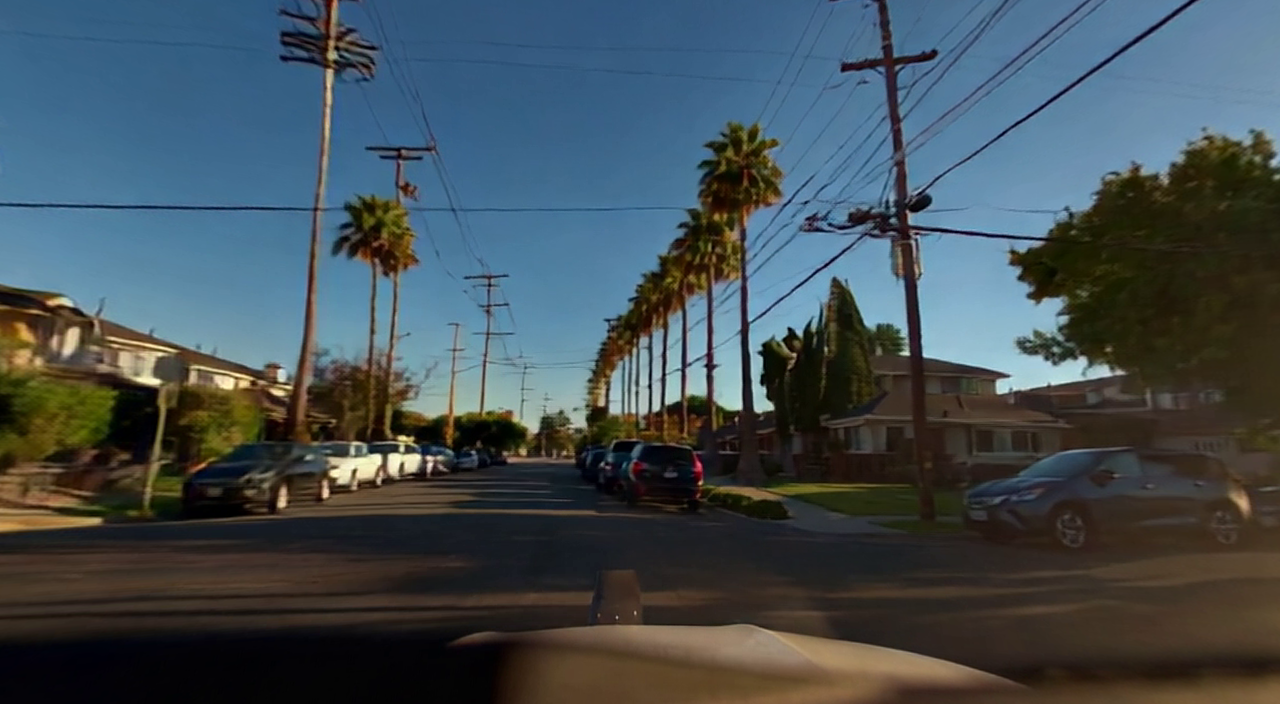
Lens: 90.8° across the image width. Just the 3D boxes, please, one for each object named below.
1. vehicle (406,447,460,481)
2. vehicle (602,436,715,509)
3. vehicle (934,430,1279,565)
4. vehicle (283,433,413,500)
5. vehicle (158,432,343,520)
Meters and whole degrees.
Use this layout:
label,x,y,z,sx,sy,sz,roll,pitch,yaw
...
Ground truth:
label,x,y,z,sx,sy,sz,roll,pitch,yaw
vehicle,-12.305,6.681,37.874,2.178,1.865,4.658,1,-9,-8
vehicle,0.347,3.618,19.646,2.505,1.895,5.805,2,-9,-8
vehicle,8.880,2.477,11.522,5.971,1.967,2.385,0,-9,-11
vehicle,-9.775,3.862,21.860,2.301,1.939,6.143,1,-9,-8
vehicle,-8.849,2.818,14.940,2.198,1.724,4.493,2,-9,-11
